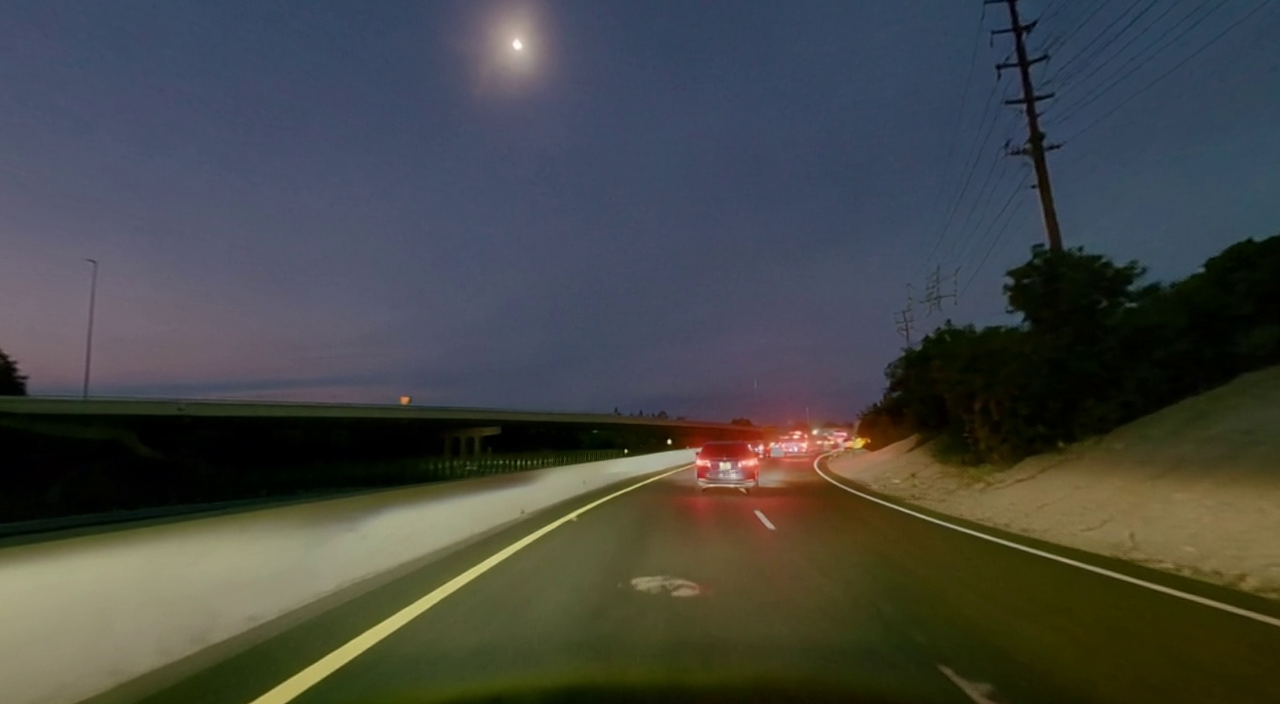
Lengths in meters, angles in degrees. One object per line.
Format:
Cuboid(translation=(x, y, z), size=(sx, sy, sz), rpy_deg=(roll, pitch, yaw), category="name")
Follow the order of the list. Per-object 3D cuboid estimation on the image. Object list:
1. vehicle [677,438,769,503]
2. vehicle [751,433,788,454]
Cuboid(translation=(2.190, 3.080, 16.862), size=(2.091, 1.482, 4.321), rpy_deg=(-1, -9, 7), category="vehicle")
Cuboid(translation=(9.723, 6.848, 46.955), size=(1.931, 1.485, 4.191), rpy_deg=(-4, -9, 22), category="vehicle")
